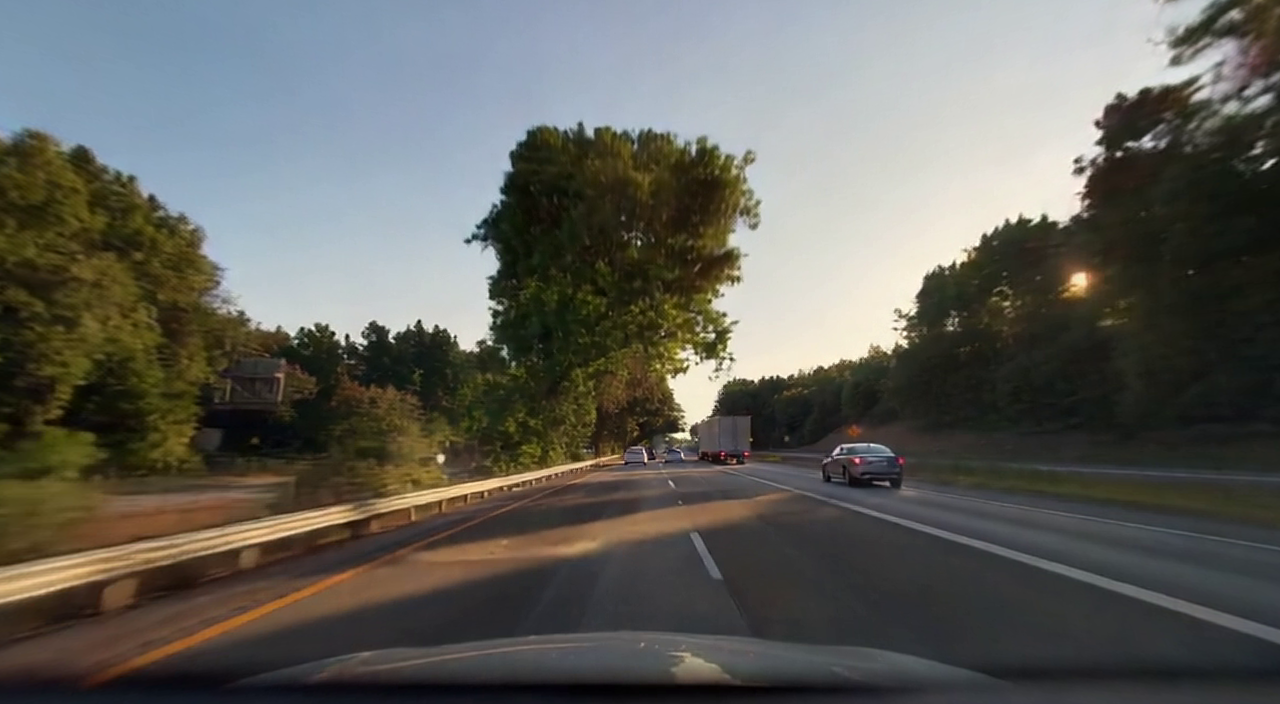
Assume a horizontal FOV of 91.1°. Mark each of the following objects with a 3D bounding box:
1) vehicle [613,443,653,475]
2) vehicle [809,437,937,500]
[{"bbox_3d":[-0.344,6.113,36.165,2.114,1.706,4.106,0,-9,1],"label":"vehicle"},{"bbox_3d":[6.755,3.422,18.872,2.011,1.638,4.737,0,-9,0],"label":"vehicle"}]
